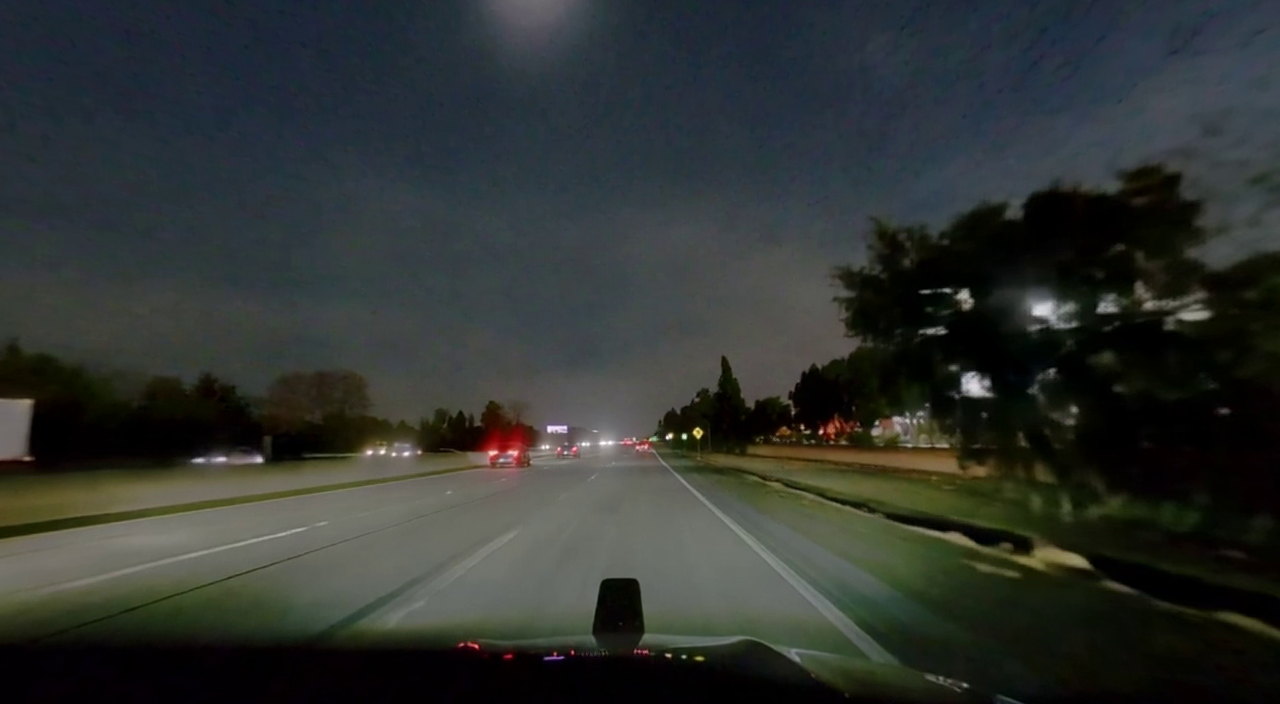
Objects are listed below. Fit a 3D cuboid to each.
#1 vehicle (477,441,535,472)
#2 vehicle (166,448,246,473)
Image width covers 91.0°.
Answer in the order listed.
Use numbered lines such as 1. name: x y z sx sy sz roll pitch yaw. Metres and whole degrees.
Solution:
1. vehicle: -7.155 5.624 34.096 2.008 1.520 4.731 0 -9 1
2. vehicle: -28.707 7.147 41.855 1.925 1.562 4.733 0 -9 1
